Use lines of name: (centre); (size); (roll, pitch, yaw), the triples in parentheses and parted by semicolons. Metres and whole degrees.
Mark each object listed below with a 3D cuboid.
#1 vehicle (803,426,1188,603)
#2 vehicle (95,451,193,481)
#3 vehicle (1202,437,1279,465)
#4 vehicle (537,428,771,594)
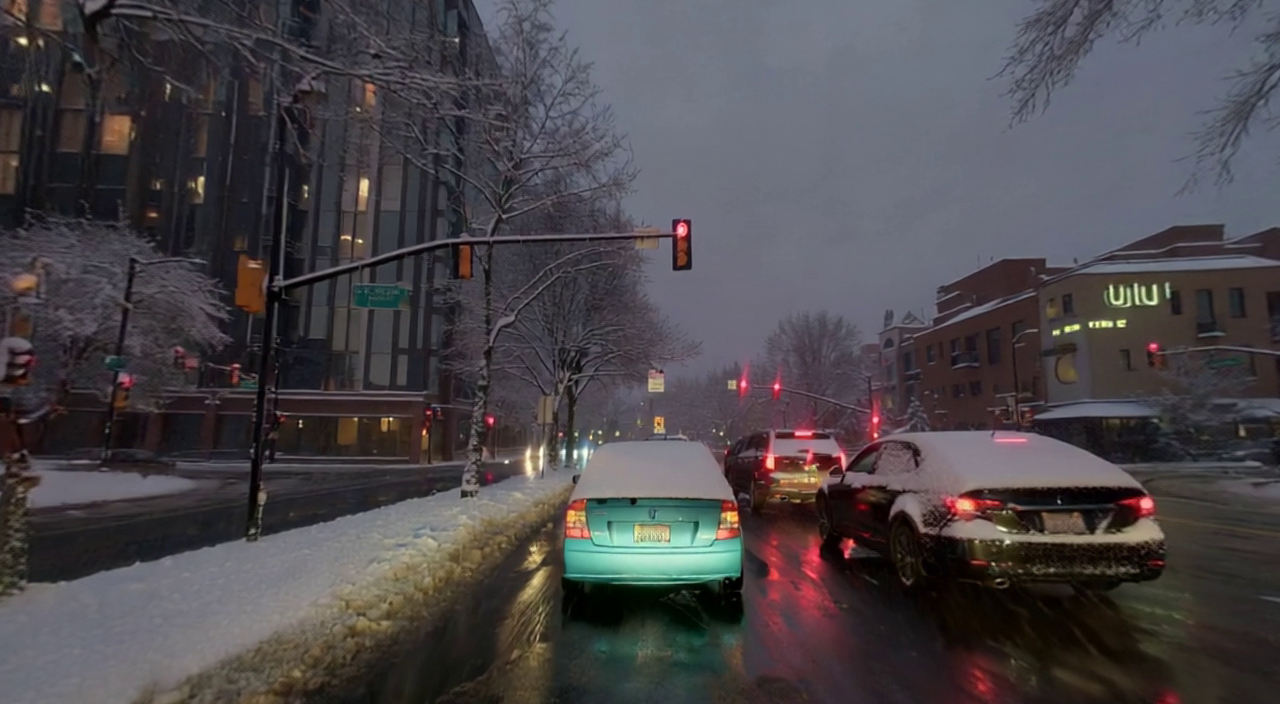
vehicle: (3.643, 1.739, 7.735); (2.018, 1.491, 4.544); (0, -9, -1)
vehicle: (-26.665, 6.128, 34.042); (3.657, 1.528, 1.783); (1, -9, -3)
vehicle: (35.206, 5.635, 36.132); (4.190, 1.535, 1.998); (0, -9, -1)
vehicle: (0.093, 1.734, 7.725); (2.087, 1.468, 4.014); (0, -9, -1)
